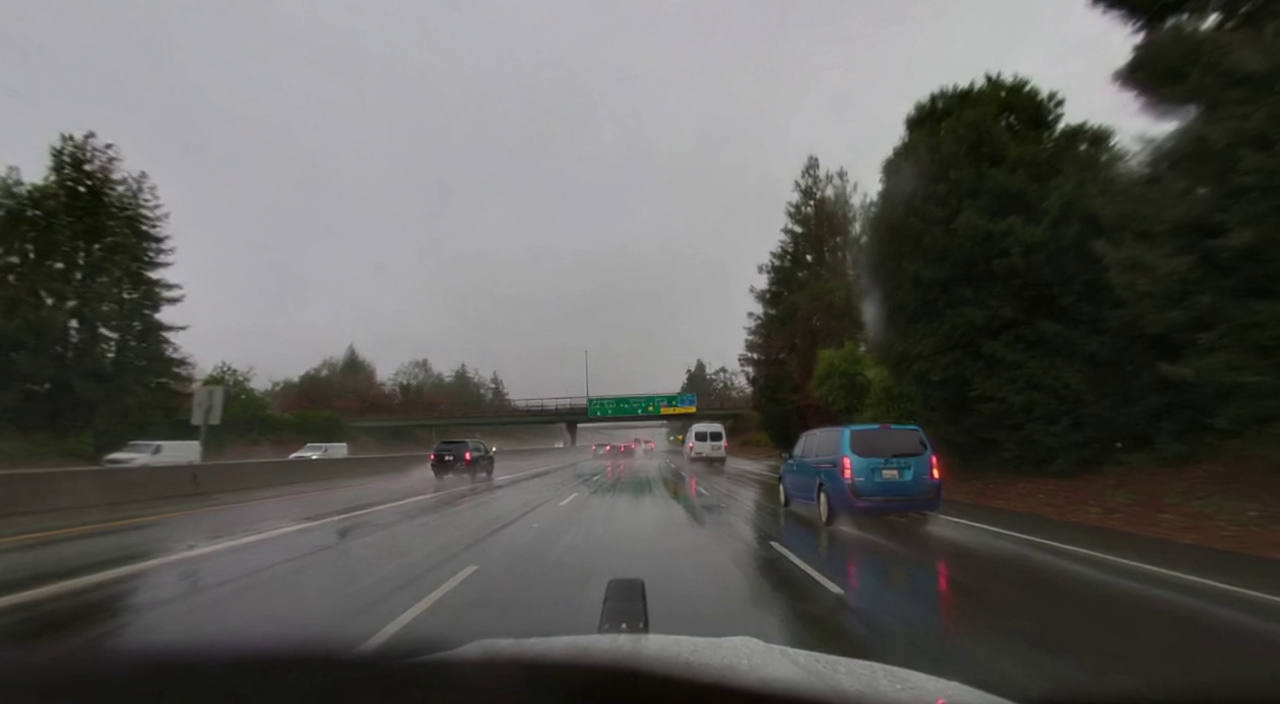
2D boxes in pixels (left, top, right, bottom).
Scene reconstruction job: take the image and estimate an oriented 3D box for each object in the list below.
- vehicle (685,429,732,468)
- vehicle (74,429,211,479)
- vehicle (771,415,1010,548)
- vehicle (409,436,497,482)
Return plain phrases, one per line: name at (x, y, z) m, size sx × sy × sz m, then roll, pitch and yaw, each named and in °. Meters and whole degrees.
vehicle at (4.232, 6.095, 39.974) m, size 2.347 × 2.234 × 5.352 m, roll 0°, pitch -8°, yaw 0°
vehicle at (-36.099, 7.436, 46.342) m, size 2.791 × 3.222 × 8.831 m, roll 0°, pitch -8°, yaw 0°
vehicle at (3.724, 2.017, 10.501) m, size 2.100 × 1.690 × 4.536 m, roll 0°, pitch -8°, yaw 0°
vehicle at (-7.378, 4.265, 25.448) m, size 2.068 × 1.632 × 4.623 m, roll 0°, pitch -8°, yaw 1°
